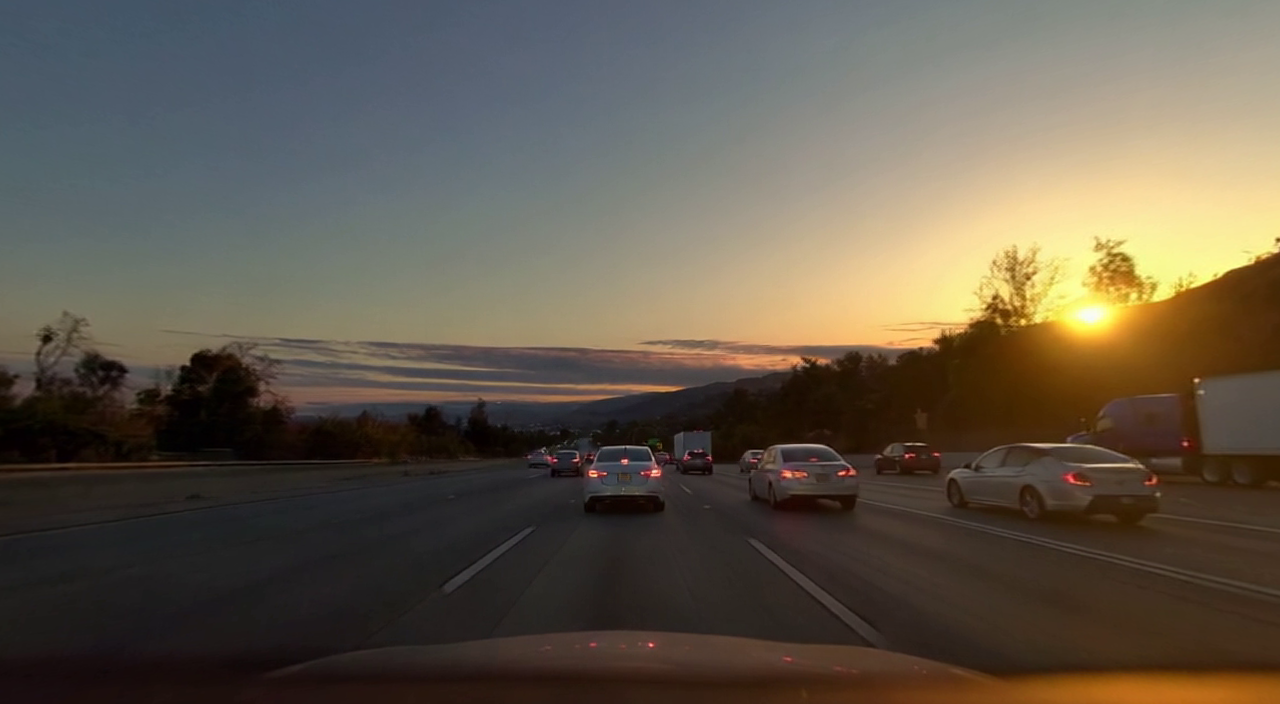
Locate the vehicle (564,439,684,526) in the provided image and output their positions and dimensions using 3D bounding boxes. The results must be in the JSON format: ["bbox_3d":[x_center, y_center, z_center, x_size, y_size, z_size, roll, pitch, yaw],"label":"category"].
[{"bbox_3d":[-0.243,2.640,13.278,2.132,1.499,4.038,0,-9,1],"label":"vehicle"}]

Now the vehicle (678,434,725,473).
[{"bbox_3d":[3.847,6.495,40.577,2.440,2.313,5.266,0,-9,0],"label":"vehicle"}]

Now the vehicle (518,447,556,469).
[{"bbox_3d":[-7.734,8.027,47.680,2.032,1.549,4.850,0,-9,1],"label":"vehicle"}]

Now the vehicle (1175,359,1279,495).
[{"bbox_3d":[21.364,1.989,17.198,2.970,4.079,10.086,3,-9,-14],"label":"vehicle"}]

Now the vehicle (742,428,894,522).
[{"bbox_3d":[3.554,2.543,13.483,2.053,1.666,4.106,0,-9,0],"label":"vehicle"}]

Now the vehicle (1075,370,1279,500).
[{"bbox_3d":[20.109,3.051,22.489,3.061,3.869,7.169,2,-9,-10],"label":"vehicle"}]

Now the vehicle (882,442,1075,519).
[{"bbox_3d":[7.606,2.911,14.802,2.021,1.505,4.480,0,-9,0],"label":"vehicle"}]
